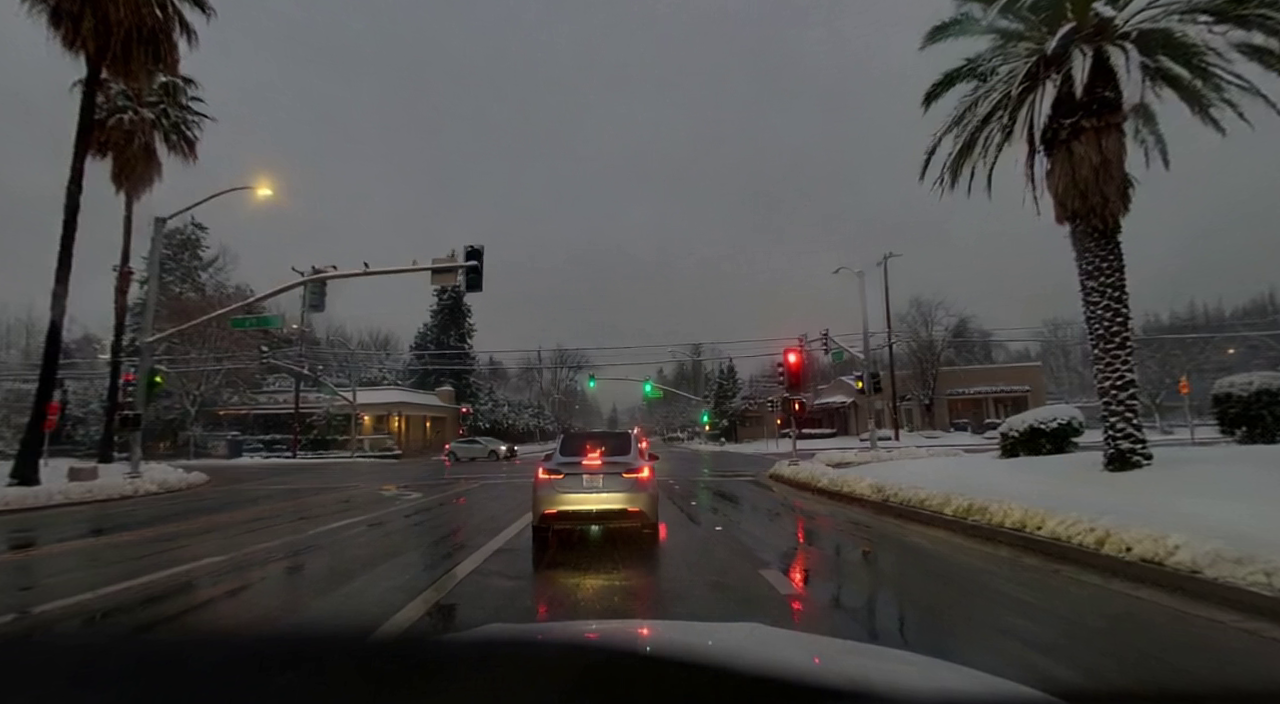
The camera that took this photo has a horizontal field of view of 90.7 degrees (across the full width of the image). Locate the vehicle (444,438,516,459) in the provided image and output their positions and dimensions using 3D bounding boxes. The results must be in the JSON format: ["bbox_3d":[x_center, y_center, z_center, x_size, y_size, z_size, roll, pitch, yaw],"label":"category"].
[{"bbox_3d":[-11.469,6.929,45.506,4.541,1.458,1.964,7,-11,-41],"label":"vehicle"}]

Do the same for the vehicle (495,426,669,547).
[{"bbox_3d":[-0.724,1.989,10.029,2.152,1.478,4.229,0,-8,0],"label":"vehicle"}]
